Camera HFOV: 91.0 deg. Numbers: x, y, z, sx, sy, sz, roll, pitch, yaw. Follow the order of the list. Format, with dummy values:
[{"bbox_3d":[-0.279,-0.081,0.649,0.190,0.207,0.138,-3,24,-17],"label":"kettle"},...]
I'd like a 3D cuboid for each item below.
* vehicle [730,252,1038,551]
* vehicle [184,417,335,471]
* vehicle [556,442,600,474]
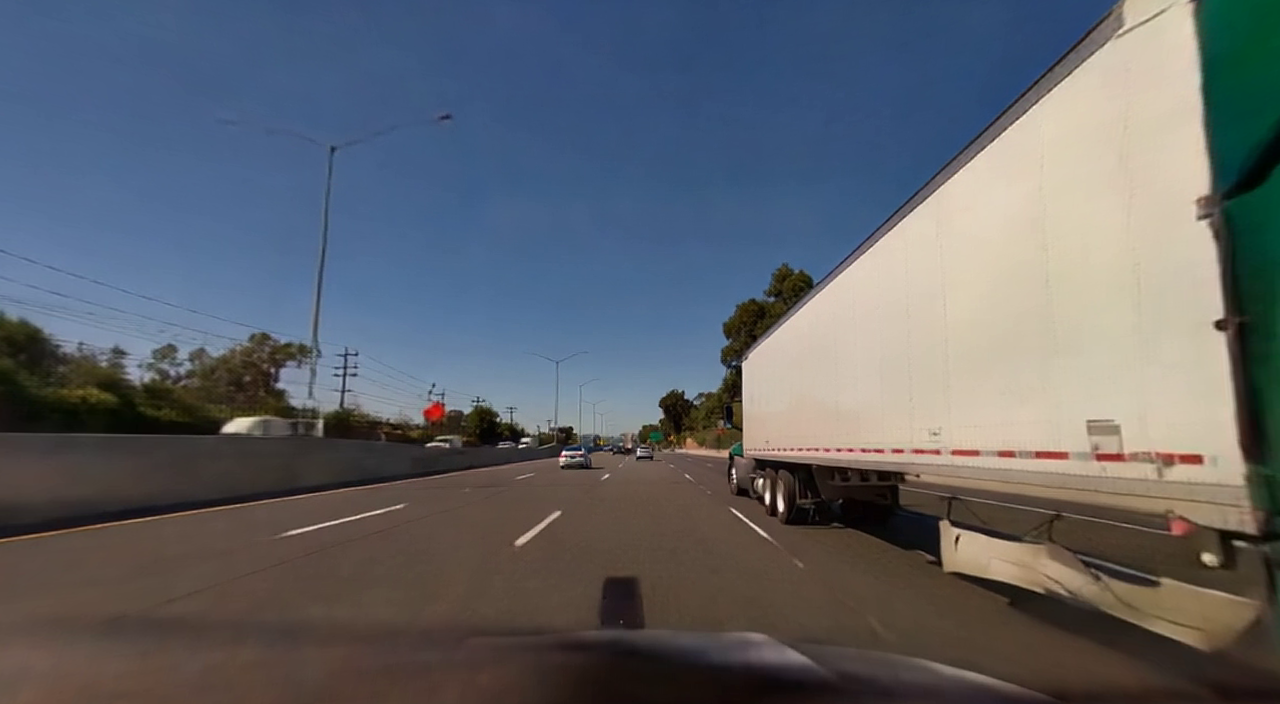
[{"bbox_3d":[3.736,1.139,12.105,3.042,4.037,7.253,0,-9,1],"label":"vehicle"},{"bbox_3d":[-24.467,6.081,41.570,3.003,3.073,10.773,0,-9,1],"label":"vehicle"},{"bbox_3d":[-3.409,5.881,35.184,2.000,1.658,4.155,0,-9,1],"label":"vehicle"}]
